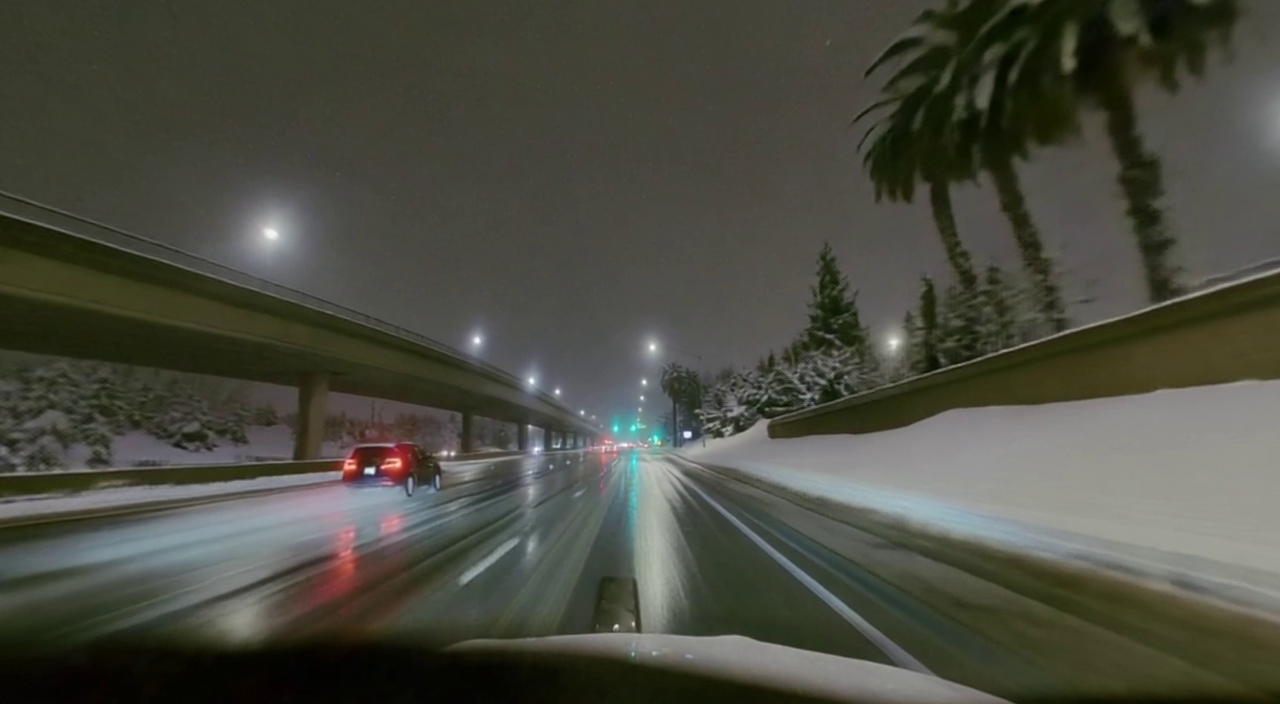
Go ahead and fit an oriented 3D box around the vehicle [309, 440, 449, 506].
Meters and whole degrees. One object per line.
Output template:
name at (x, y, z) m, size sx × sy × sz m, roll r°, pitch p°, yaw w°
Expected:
vehicle at (-6.781, 3.160, 16.996) m, size 1.914 × 1.503 × 4.268 m, roll 0°, pitch -8°, yaw 0°
